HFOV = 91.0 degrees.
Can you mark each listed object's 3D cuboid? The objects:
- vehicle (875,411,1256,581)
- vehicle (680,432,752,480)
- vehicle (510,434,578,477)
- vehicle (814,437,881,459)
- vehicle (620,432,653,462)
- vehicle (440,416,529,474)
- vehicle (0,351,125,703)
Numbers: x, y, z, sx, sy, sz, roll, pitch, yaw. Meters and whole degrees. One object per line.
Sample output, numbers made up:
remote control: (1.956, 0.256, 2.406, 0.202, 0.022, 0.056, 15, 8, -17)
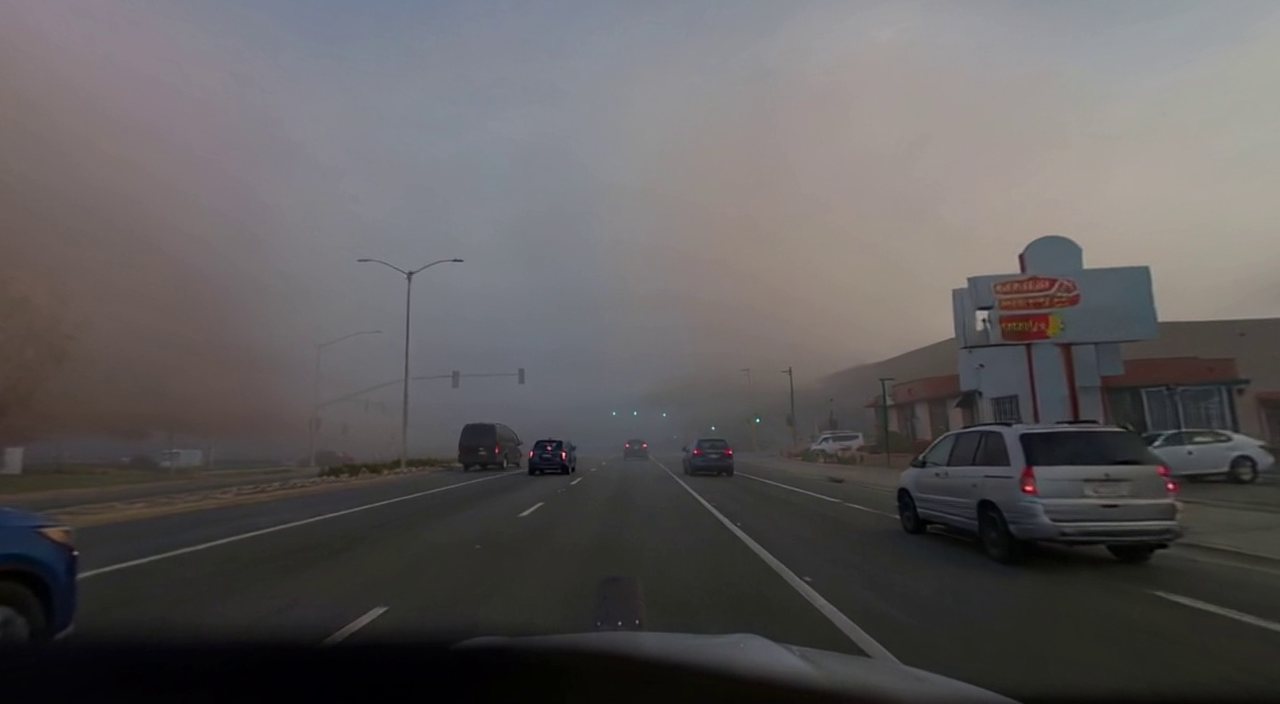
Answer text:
vehicle: (5.037, 1.756, 8.455, 2.080, 1.661, 4.324, 0, -9, 0)
vehicle: (2.989, 4.249, 25.919, 2.167, 1.792, 4.835, 1, -9, -2)
vehicle: (-4.030, 4.470, 27.380, 2.133, 1.677, 4.727, 0, -9, 1)
vehicle: (15.154, 7.029, 46.063, 4.149, 1.524, 1.993, 0, -9, -1)
vehicle: (-0.308, 7.154, 47.367, 2.299, 2.104, 5.207, 0, -9, -2)
vehicle: (-7.577, 4.687, 31.574, 2.863, 2.592, 6.410, 0, -9, -1)
vehicle: (-4.053, 0.646, 1.481, 2.038, 1.748, 4.303, 0, -9, -1)
